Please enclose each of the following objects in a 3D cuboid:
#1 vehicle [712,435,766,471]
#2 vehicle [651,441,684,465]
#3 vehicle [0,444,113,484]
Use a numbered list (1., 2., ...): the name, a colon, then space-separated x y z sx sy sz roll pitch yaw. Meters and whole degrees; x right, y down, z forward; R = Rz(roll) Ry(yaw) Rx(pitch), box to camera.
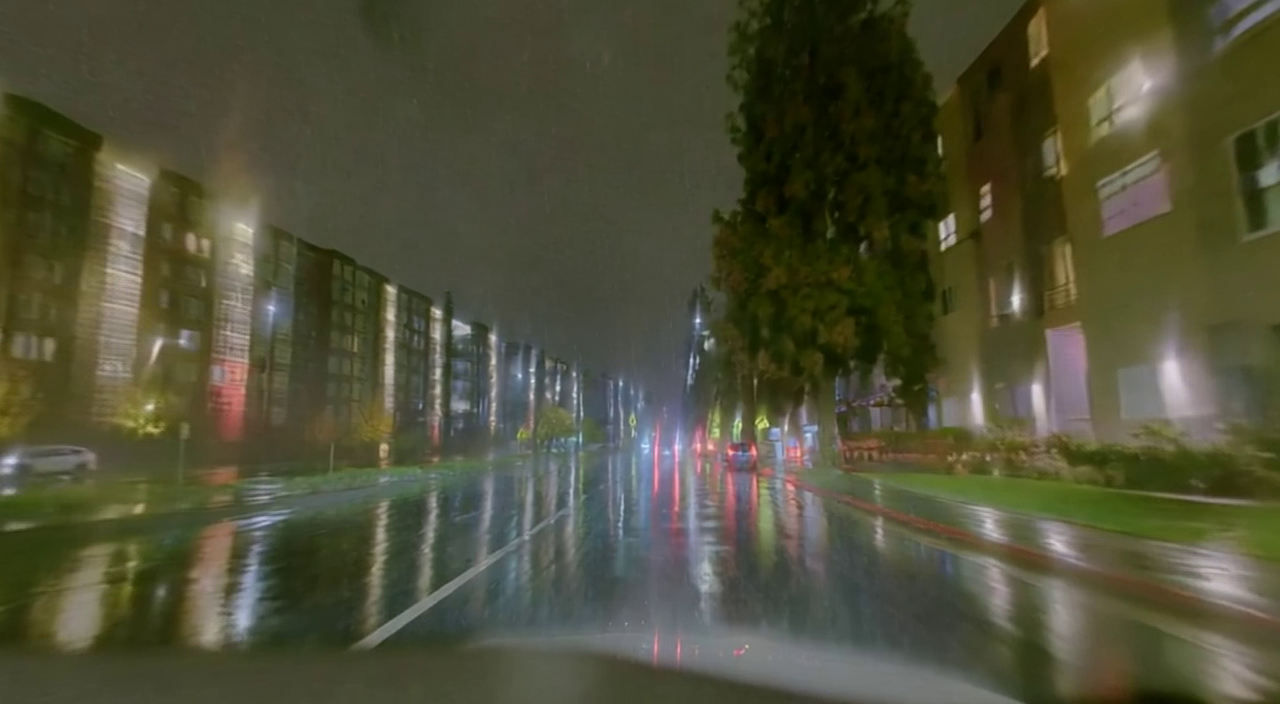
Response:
1. vehicle: 4.911 5.110 31.976 2.121 1.659 4.675 0 -8 2
2. vehicle: 1.690 6.106 38.410 1.871 1.370 4.206 -1 -8 3
3. vehicle: -24.820 4.635 26.284 1.841 1.493 4.335 -2 -9 2
